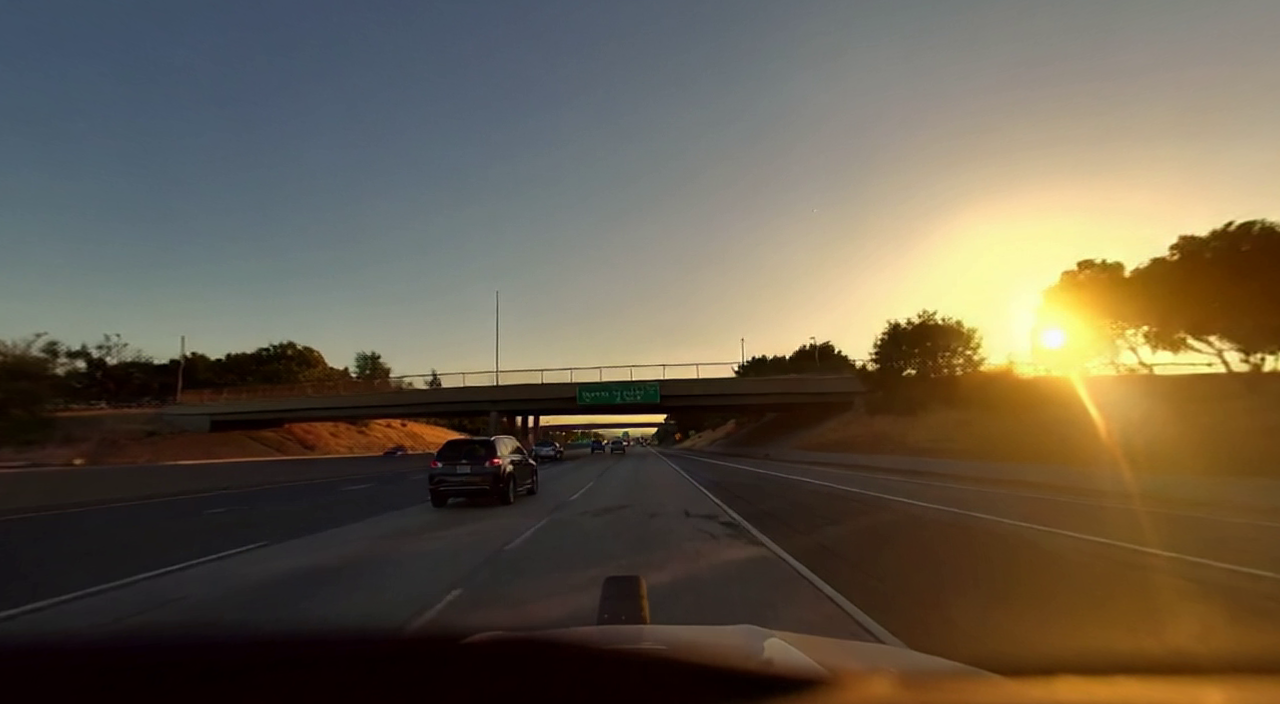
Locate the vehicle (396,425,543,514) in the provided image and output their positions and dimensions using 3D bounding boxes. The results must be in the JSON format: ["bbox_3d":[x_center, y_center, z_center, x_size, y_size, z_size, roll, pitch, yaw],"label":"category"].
[{"bbox_3d":[-3.661,2.606,14.436,2.048,1.705,4.384,0,-8,1],"label":"vehicle"}]
